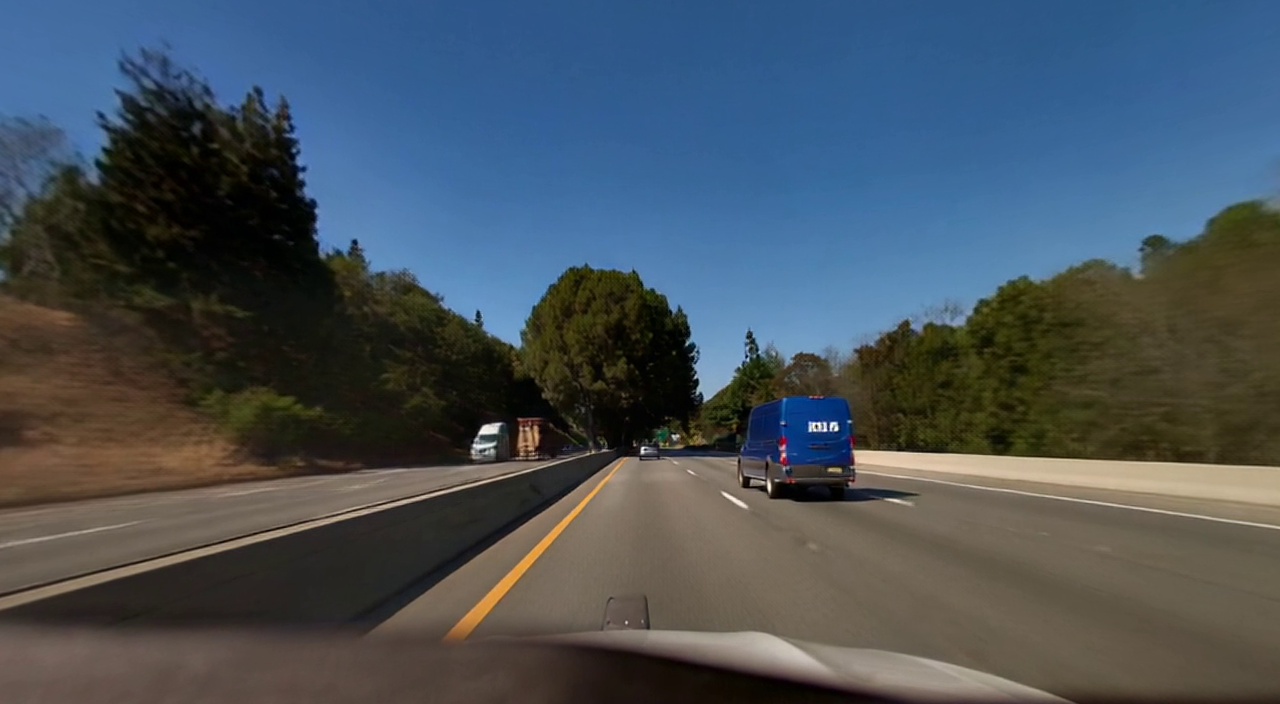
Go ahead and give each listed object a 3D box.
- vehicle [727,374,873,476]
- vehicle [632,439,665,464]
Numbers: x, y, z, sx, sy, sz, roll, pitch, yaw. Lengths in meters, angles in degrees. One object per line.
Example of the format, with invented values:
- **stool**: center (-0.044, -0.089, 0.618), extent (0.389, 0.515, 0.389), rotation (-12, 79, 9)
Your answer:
- **vehicle**: center (7.722, 4.214, 34.316), extent (3.479, 4.156, 17.231), rotation (0, -8, 0)
- **vehicle**: center (0.619, 6.780, 42.848), extent (2.121, 1.590, 4.434), rotation (0, -8, 1)
